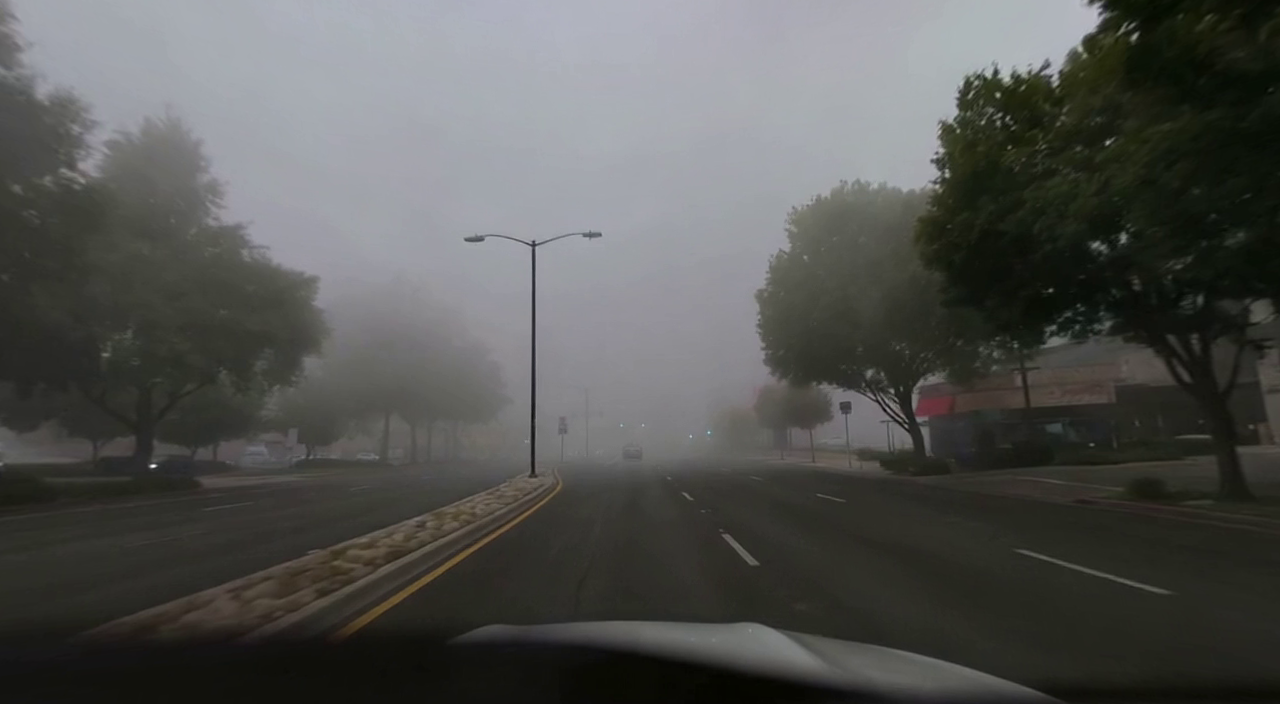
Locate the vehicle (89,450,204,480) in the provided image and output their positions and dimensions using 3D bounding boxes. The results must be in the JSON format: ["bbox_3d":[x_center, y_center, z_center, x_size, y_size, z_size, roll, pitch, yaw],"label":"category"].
[{"bbox_3d":[-29.019,6.657,37.235,5.122,1.686,1.967,0,-9,1],"label":"vehicle"}]
